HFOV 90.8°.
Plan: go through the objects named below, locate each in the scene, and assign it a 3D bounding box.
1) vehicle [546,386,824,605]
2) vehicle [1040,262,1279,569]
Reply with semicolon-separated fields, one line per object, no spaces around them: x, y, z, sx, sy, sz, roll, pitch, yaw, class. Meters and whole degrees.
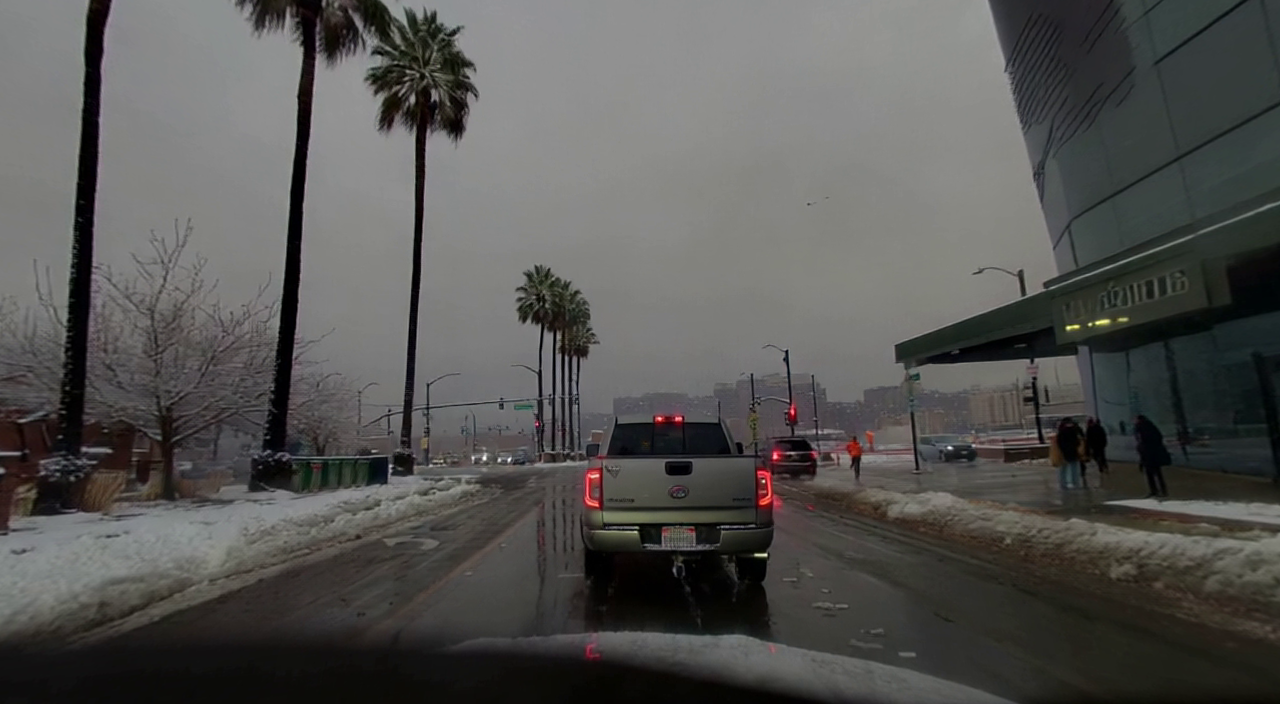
0.407;1.591;7.983;2.311;1.819;5.255;0;-8;1;vehicle
7.922;0.893;8.599;2.666;3.345;3.622;-1;-9;8;vehicle
